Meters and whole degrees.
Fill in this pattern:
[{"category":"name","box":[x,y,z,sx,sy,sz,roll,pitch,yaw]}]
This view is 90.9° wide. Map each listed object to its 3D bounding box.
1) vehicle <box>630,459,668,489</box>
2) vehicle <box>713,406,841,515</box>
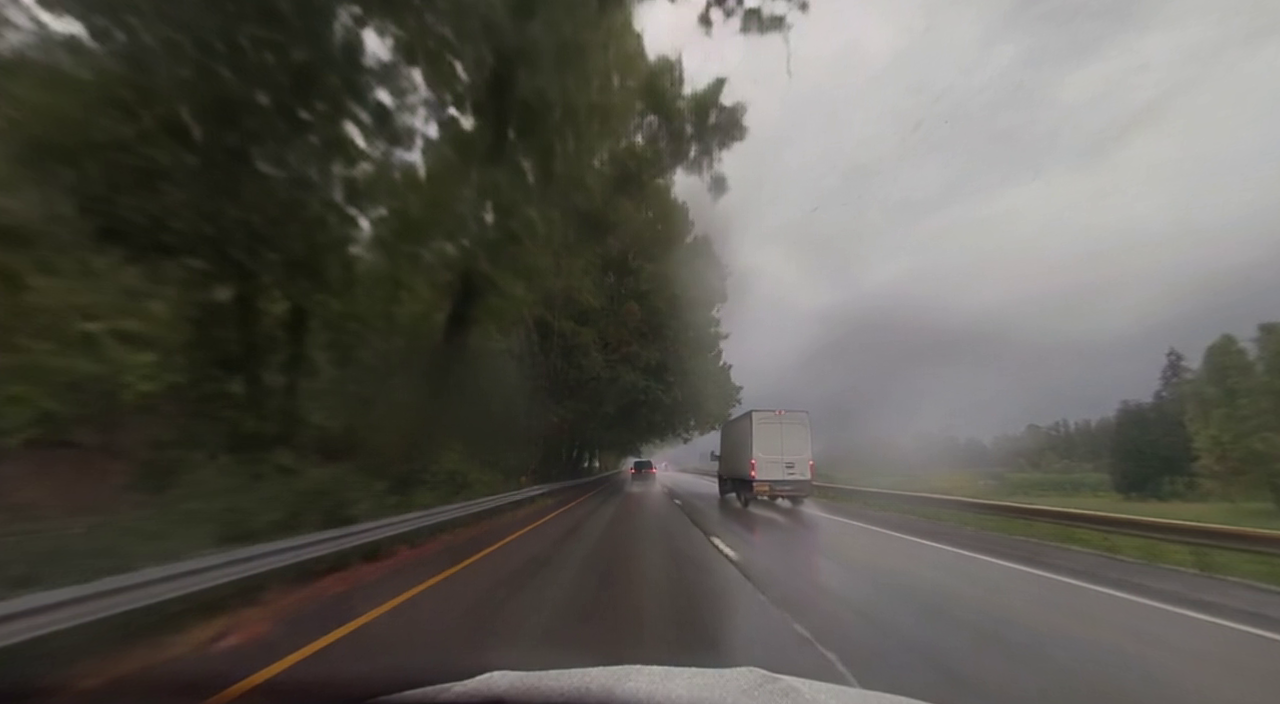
[{"category":"vehicle","box":[0.560,7.551,39.151,2.212,1.717,4.452,0,-10,1]},{"category":"vehicle","box":[4.194,3.637,20.977,2.563,2.975,6.941,1,-10,-1]}]
